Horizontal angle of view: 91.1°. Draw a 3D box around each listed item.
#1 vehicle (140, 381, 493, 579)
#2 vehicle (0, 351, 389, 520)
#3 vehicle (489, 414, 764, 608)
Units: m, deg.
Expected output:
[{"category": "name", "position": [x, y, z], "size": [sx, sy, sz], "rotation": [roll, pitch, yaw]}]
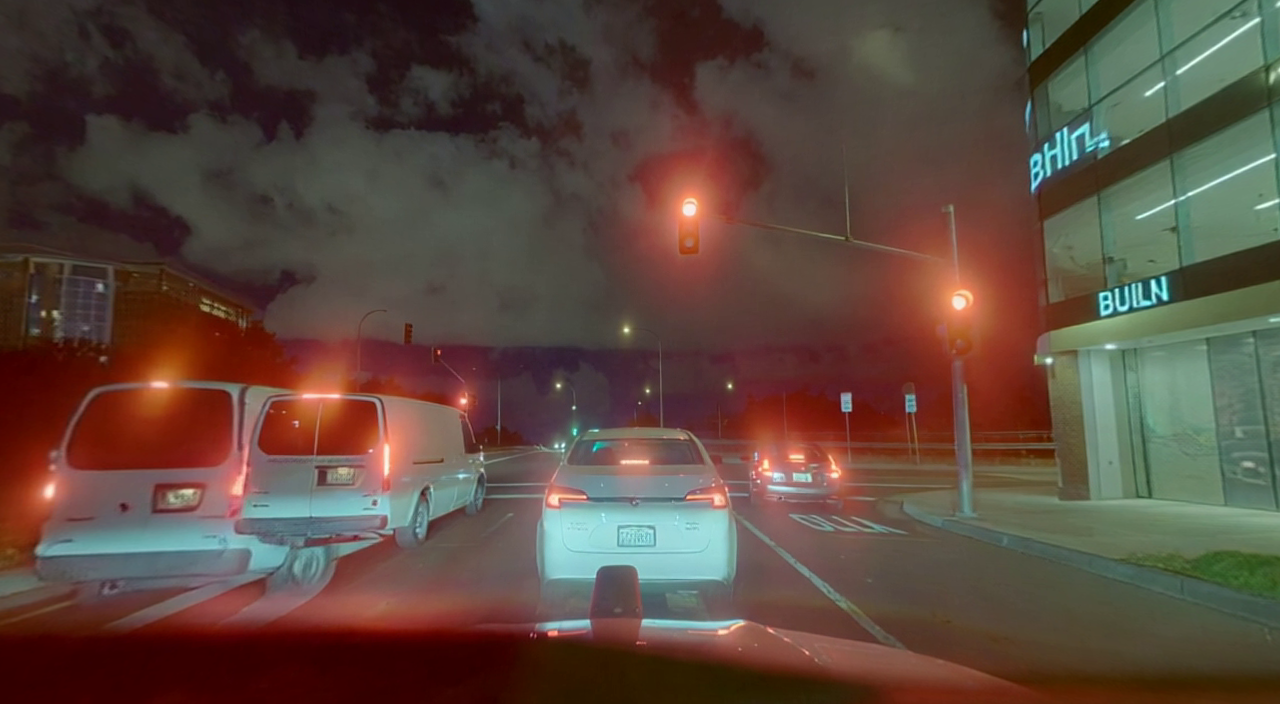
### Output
[{"category": "vehicle", "position": [-3.585, 1.515, 8.415], "size": [2.076, 1.820, 5.100], "rotation": [0, -8, -1]}, {"category": "vehicle", "position": [-10.885, 2.184, 18.136], "size": [2.973, 3.009, 12.605], "rotation": [-3, -6, -4]}, {"category": "vehicle", "position": [-0.114, 1.463, 6.769], "size": [2.064, 1.452, 3.942], "rotation": [0, -8, 0]}]
